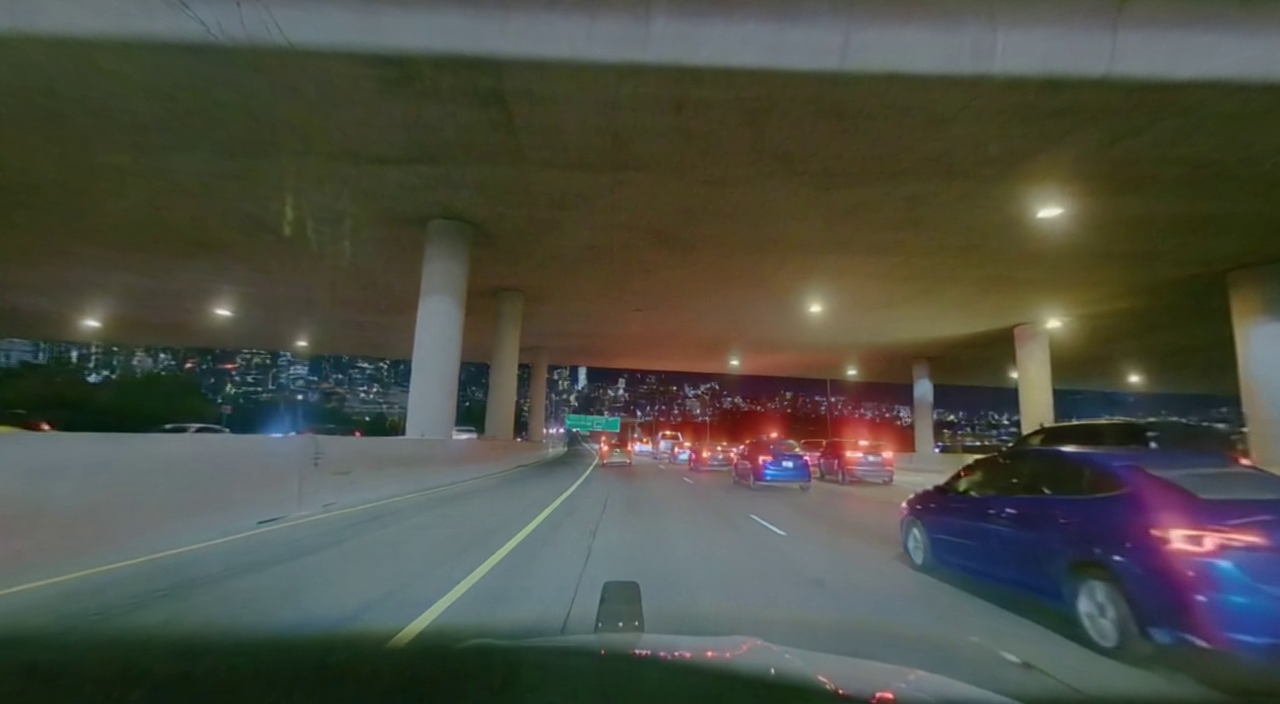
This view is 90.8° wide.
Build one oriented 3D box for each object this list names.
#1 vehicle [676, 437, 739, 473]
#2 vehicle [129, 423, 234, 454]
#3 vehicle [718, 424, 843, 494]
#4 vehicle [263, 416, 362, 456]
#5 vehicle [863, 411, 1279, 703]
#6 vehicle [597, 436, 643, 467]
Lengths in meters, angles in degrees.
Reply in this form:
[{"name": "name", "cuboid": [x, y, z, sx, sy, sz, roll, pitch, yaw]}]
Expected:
[{"name": "vehicle", "cuboid": [2.925, 4.595, 28.439, 2.074, 1.455, 4.646, 0, -8, -3]}, {"name": "vehicle", "cuboid": [-23.451, 4.468, 32.579, 1.979, 1.481, 4.811, 0, -8, -2]}, {"name": "vehicle", "cuboid": [3.881, 3.066, 18.564, 2.276, 1.739, 5.040, 0, -8, -3]}, {"name": "vehicle", "cuboid": [-16.262, 4.240, 31.813, 2.120, 1.831, 5.735, 0, -8, -3]}, {"name": "vehicle", "cuboid": [3.735, 1.347, 5.371, 1.944, 1.466, 4.540, 0, -8, -1]}, {"name": "vehicle", "cuboid": [-1.061, 5.241, 33.533, 2.266, 1.549, 3.978, 0, -8, -2]}]
